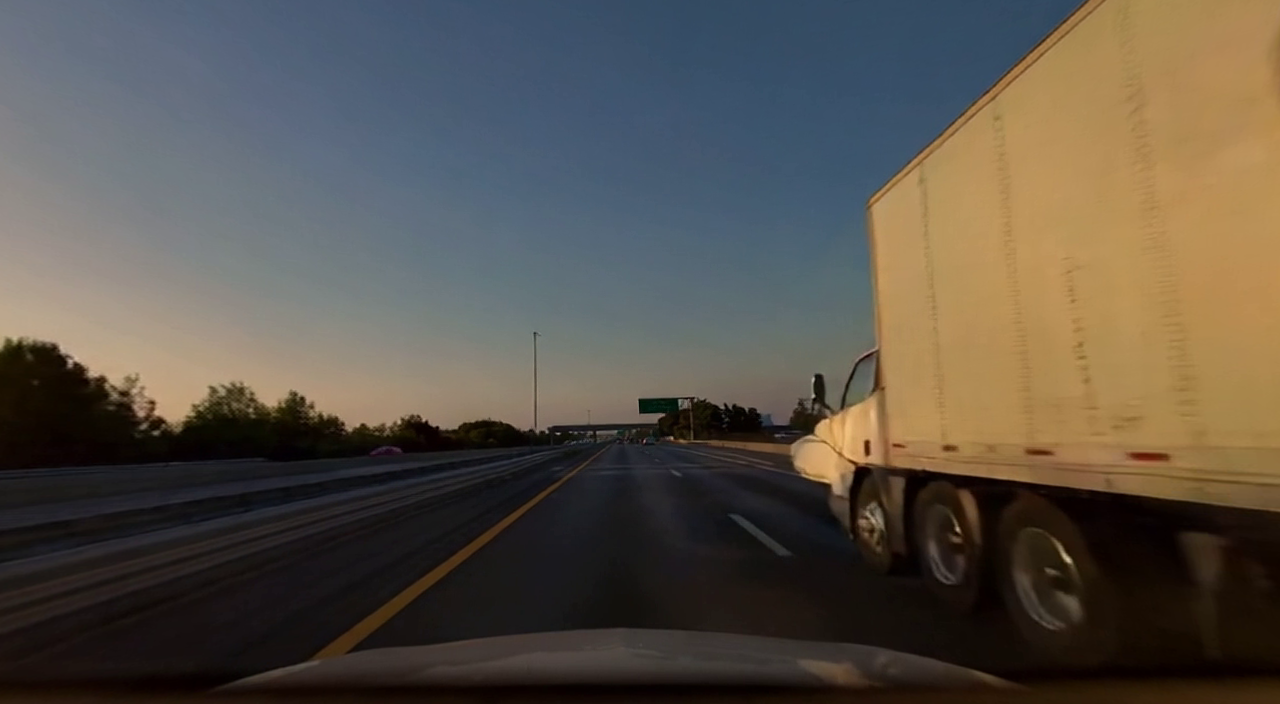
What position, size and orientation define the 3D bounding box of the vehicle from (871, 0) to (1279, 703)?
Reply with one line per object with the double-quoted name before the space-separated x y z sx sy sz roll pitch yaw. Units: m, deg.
"vehicle" 4.047 -0.466 1.414 2.995 3.964 10.329 0 -8 -1
